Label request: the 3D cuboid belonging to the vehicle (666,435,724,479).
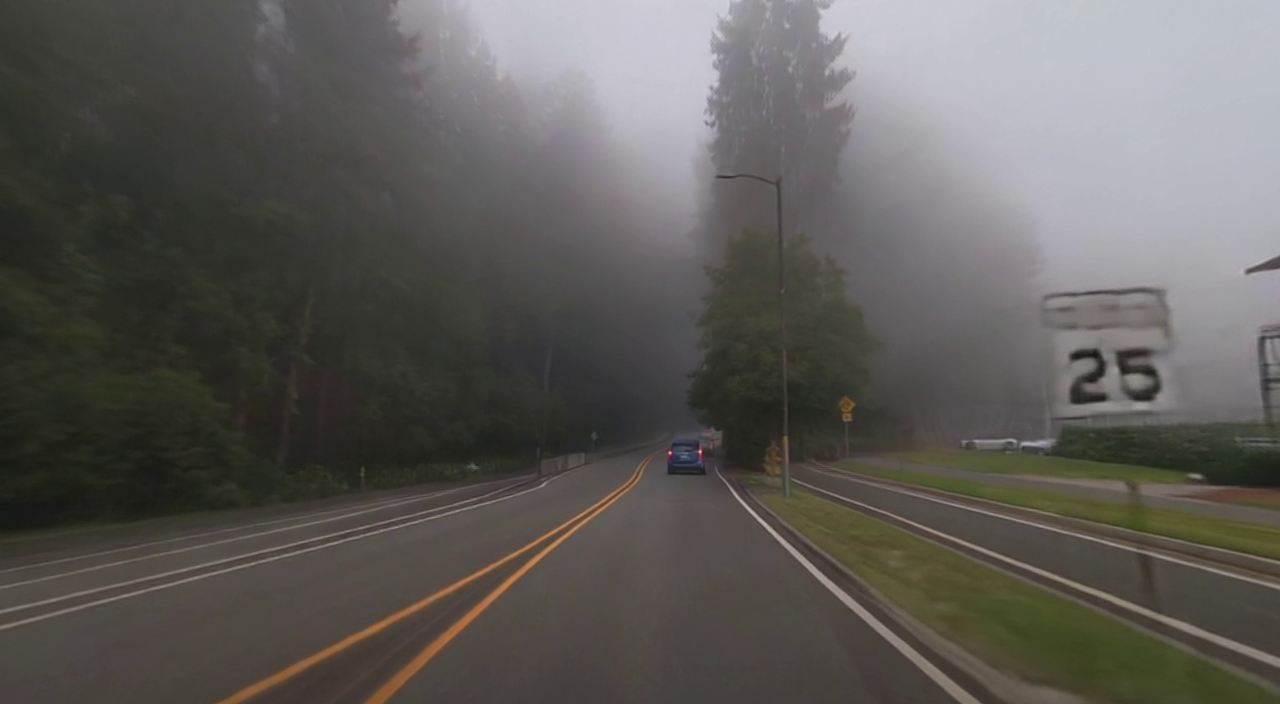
[{"bbox_3d":[2.422,4.446,26.952,2.216,1.708,4.110,-1,-9,8],"label":"vehicle"}]
